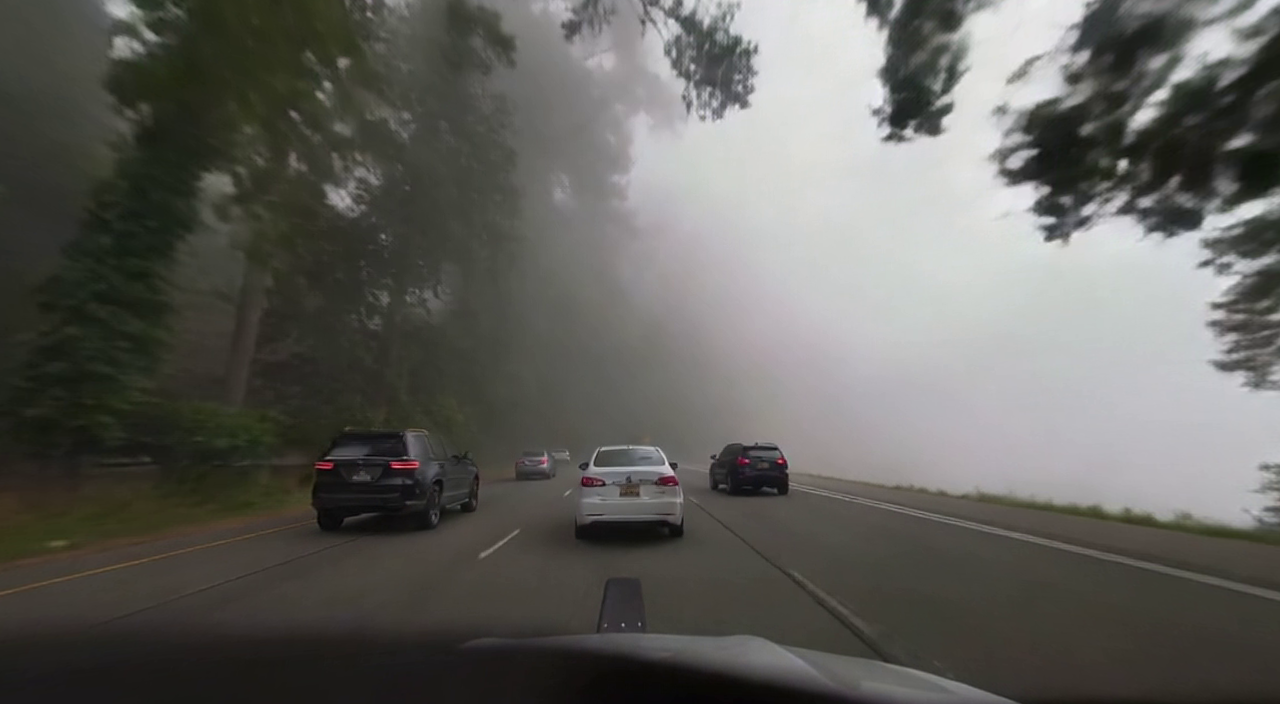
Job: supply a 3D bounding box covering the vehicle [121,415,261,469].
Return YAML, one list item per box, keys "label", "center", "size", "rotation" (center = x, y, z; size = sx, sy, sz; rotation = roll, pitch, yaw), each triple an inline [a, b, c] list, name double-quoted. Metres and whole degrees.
- label: "vehicle"
  center: [-17.358, 3.551, 24.729]
  size: [2.160, 1.902, 4.657]
  rotation: [0, -9, -3]

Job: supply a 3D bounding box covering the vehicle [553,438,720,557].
- label: "vehicle"
  center: [-0.115, 2.182, 10.178]
  size: [2.120, 1.478, 4.179]
  rotation: [0, -9, -2]

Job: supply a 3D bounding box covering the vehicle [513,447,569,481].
- label: "vehicle"
  center: [-4.641, 5.296, 30.034]
  size: [2.122, 1.491, 3.800]
  rotation: [0, -9, -1]

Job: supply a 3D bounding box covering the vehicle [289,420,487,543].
- label: "vehicle"
  center: [-4.059, 2.150, 11.028]
  size: [1.830, 1.703, 4.142]
  rotation: [0, -9, -2]

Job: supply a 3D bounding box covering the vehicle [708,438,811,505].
- label: "vehicle"
  center: [3.283, 3.388, 18.298]
  size: [1.996, 1.688, 4.207]
  rotation: [0, -9, -2]
